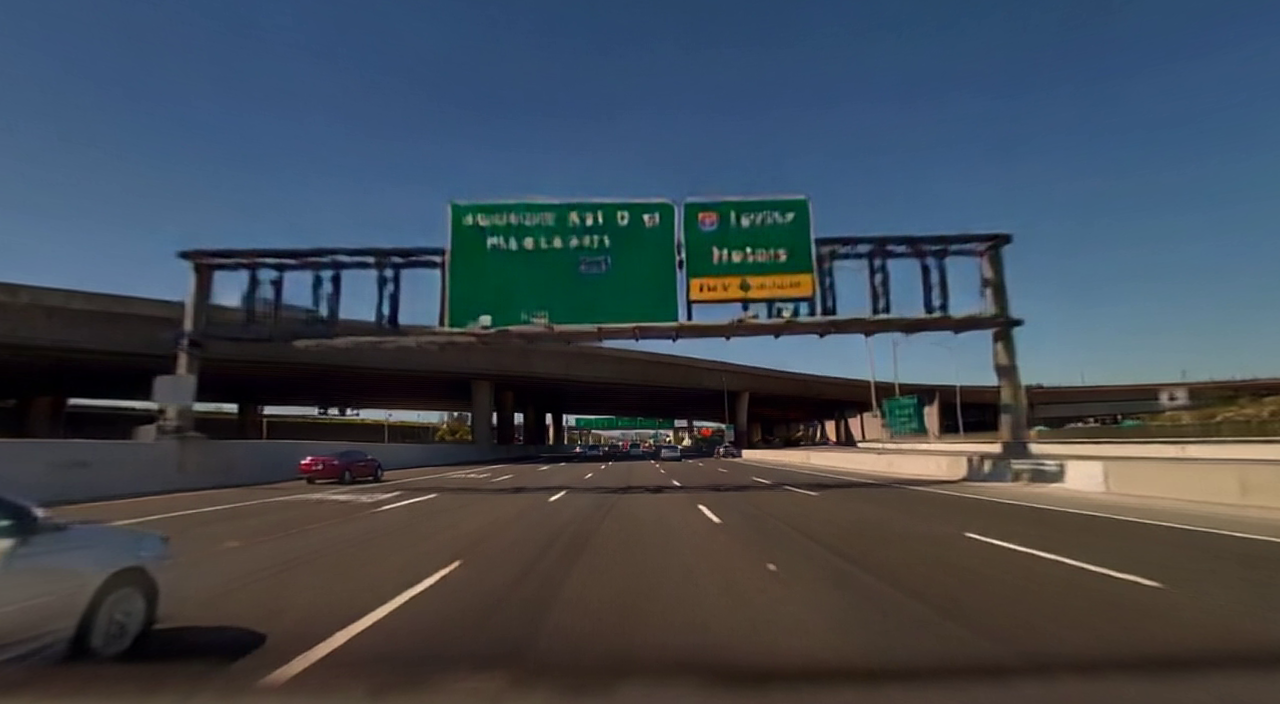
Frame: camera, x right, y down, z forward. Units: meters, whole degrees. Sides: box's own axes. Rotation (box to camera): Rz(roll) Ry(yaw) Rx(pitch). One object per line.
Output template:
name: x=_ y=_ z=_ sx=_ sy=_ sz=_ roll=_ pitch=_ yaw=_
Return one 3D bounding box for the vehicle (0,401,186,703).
vehicle: x=-4.033 y=0.835 z=1.864 sx=2.051 sy=1.516 sz=4.493 roll=0 pitch=-8 yaw=0

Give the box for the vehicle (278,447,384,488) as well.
vehicle: x=-11.419 y=4.253 z=23.720 sx=1.861 sy=1.373 sz=4.211 roll=0 pitch=-8 yaw=0
